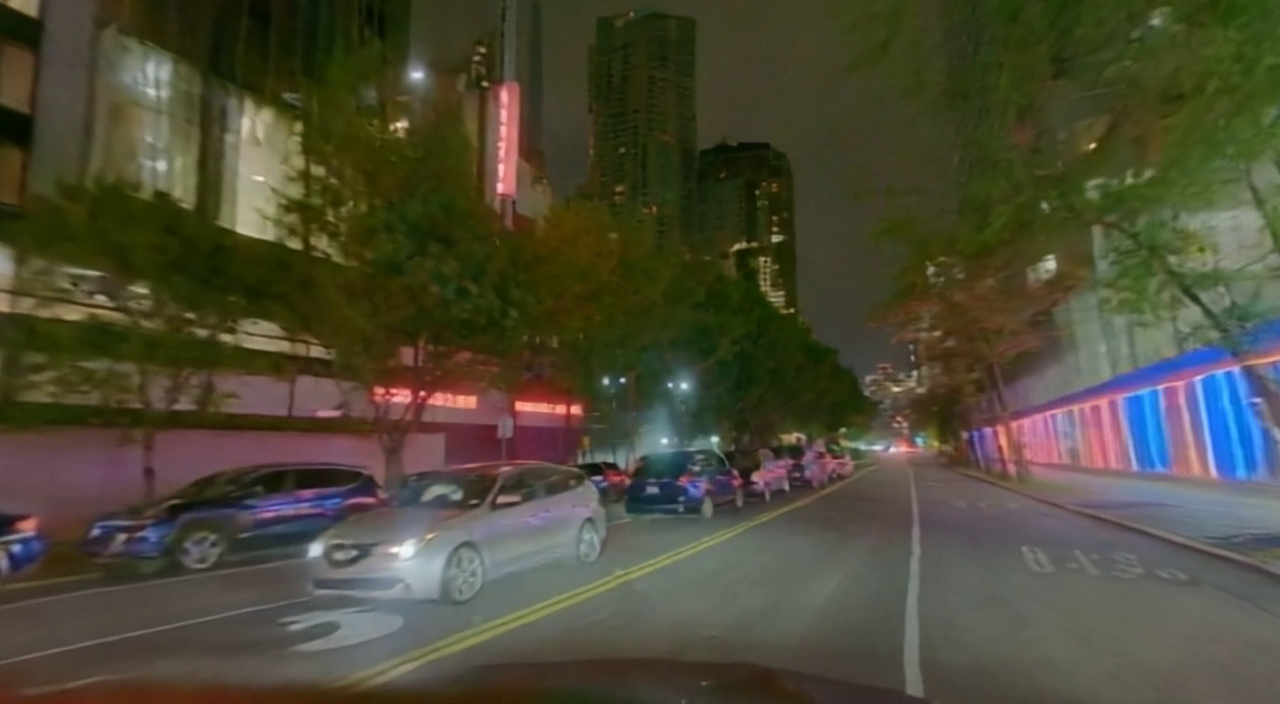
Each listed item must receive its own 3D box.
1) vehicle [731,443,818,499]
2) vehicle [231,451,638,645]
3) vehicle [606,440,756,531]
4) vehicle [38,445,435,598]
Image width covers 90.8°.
[{"bbox_3d":[5.127,4.367,23.619,2.225,1.848,4.472,-4,-10,24],"label":"vehicle"},{"bbox_3d":[-1.934,2.030,7.861,2.017,1.558,4.888,-4,-10,23],"label":"vehicle"},{"bbox_3d":[1.175,3.116,15.275,2.173,1.814,4.573,-5,-10,22],"label":"vehicle"},{"bbox_3d":[-6.972,2.996,12.149,2.348,2.086,6.107,-9,-12,21],"label":"vehicle"}]
